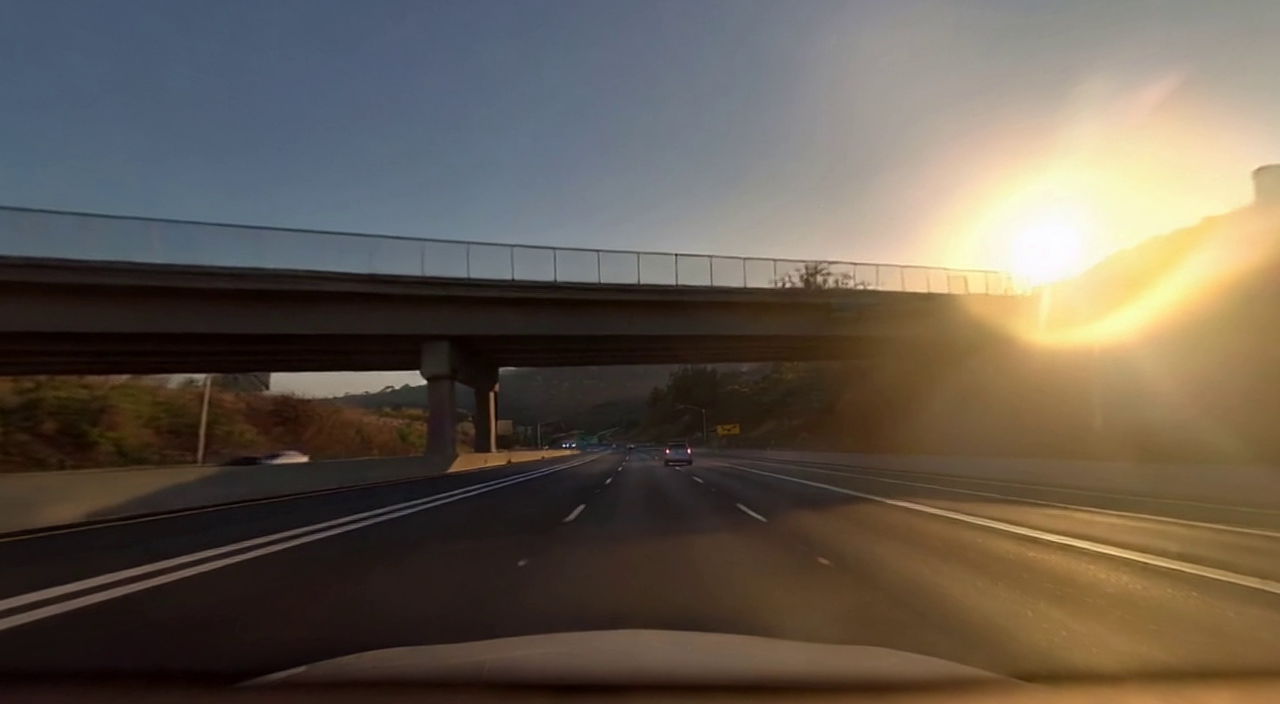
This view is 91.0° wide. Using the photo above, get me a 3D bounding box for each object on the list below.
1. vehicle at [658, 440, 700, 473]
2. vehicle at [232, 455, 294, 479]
[{"bbox_3d":[2.032,5.616,34.063,2.050,1.654,4.192,0,-9,1],"label":"vehicle"},{"bbox_3d":[-27.959,8.547,46.840,1.813,1.608,4.213,0,-9,2],"label":"vehicle"}]
